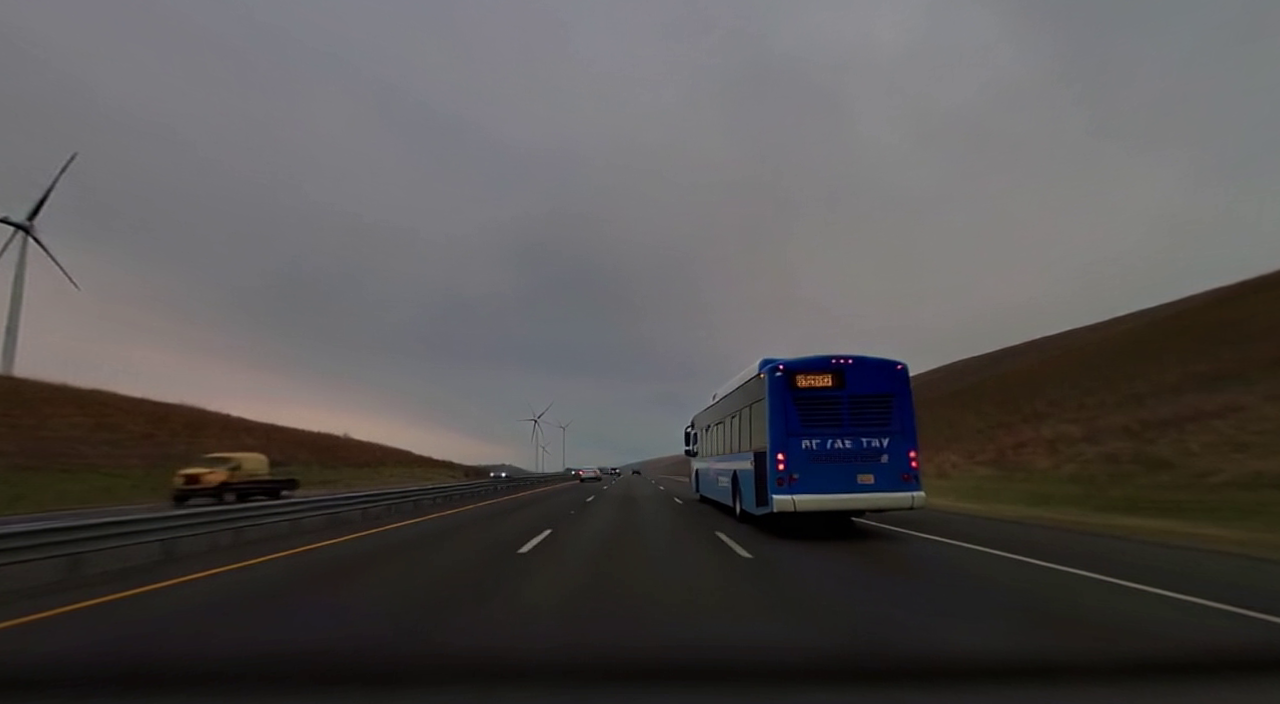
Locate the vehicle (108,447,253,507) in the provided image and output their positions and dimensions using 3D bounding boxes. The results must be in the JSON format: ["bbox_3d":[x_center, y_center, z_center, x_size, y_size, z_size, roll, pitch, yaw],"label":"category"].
[{"bbox_3d":[-19.027,5.215,26.474,2.342,2.255,4.846,1,-10,0],"label":"vehicle"}]

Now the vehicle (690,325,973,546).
[{"bbox_3d":[3.644,2.628,17.460,2.941,3.574,14.463,1,-10,-2],"label":"vehicle"}]
